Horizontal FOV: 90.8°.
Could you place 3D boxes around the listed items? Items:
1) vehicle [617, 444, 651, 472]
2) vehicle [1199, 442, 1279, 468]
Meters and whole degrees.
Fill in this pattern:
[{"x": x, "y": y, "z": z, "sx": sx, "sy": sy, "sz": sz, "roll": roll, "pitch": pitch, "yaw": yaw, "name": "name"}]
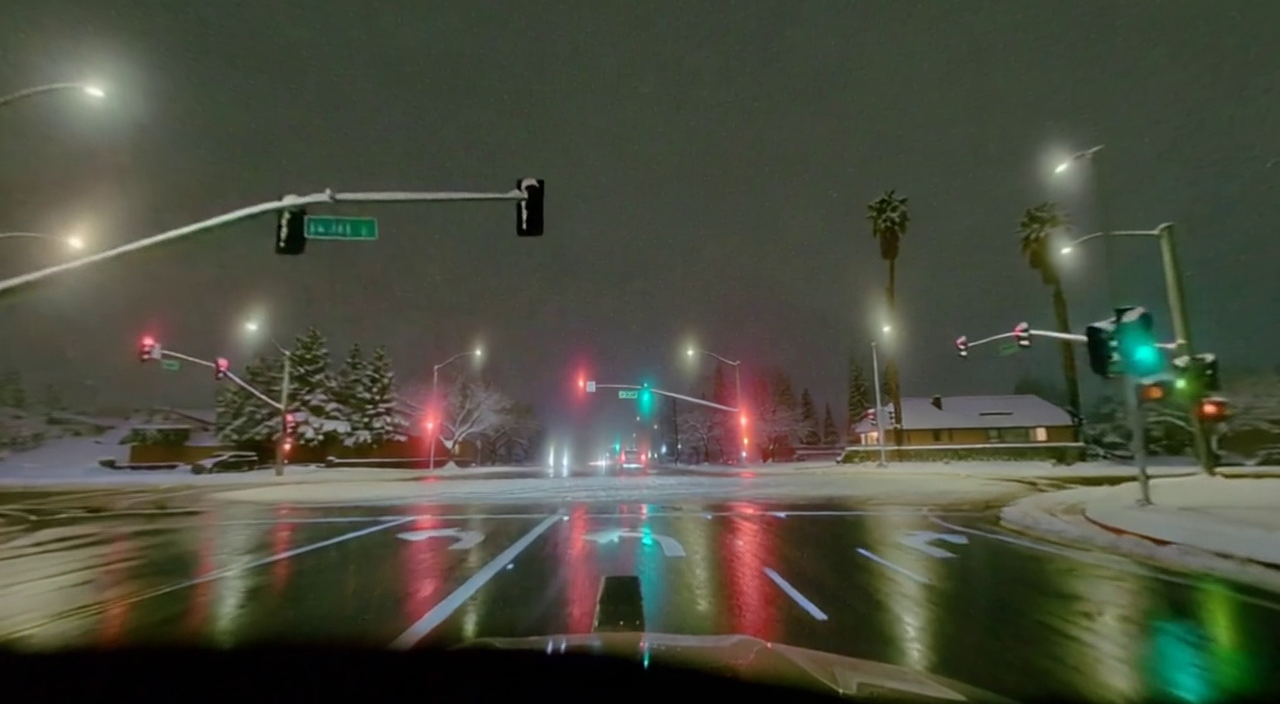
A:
[{"x": -0.524, "y": 7.542, "z": 45.121, "sx": 2.248, "sy": 1.833, "sz": 4.798, "roll": 0, "pitch": -9, "yaw": -3, "name": "vehicle"}, {"x": 43.262, "y": 7.297, "z": 44.868, "sx": 5.165, "sy": 1.711, "sz": 2.081, "roll": 0, "pitch": -9, "yaw": -3, "name": "vehicle"}]
